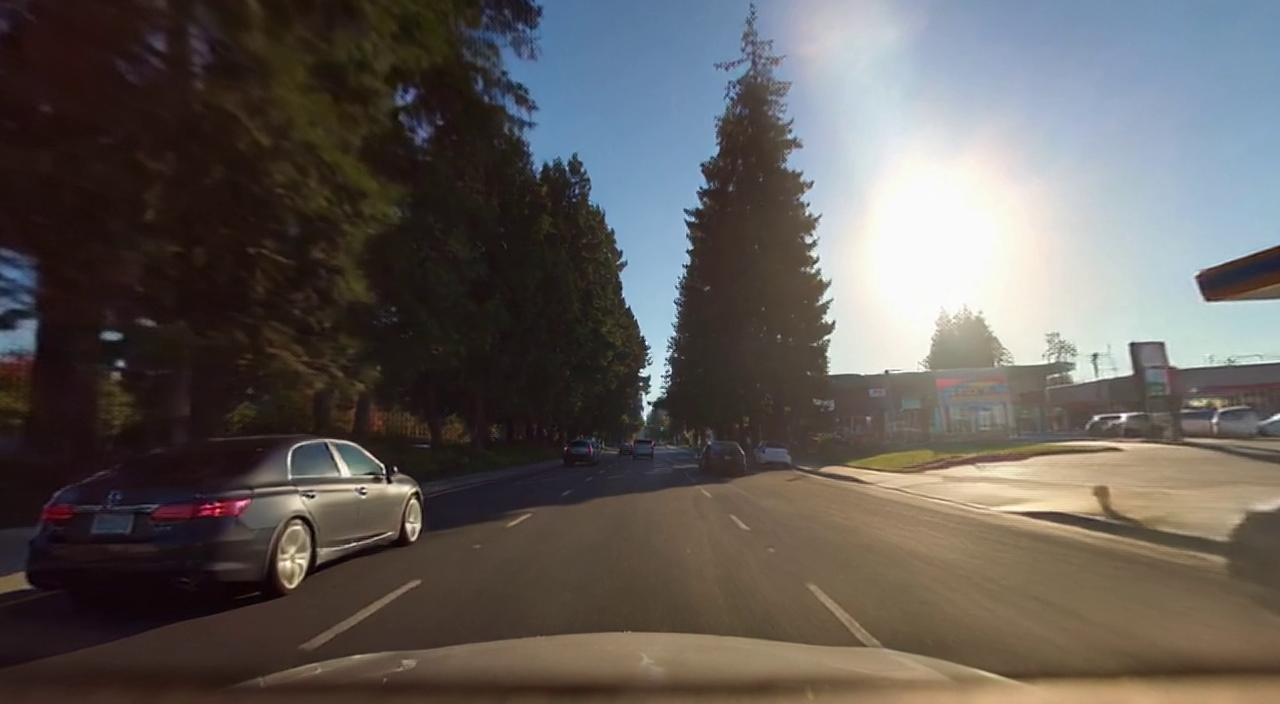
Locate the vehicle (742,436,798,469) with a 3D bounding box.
[{"bbox_3d":[6.620,5.167,32.547,1.983,1.599,4.243,0,-8,0],"label":"vehicle"}]

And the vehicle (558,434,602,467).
[{"bbox_3d":[-3.348,5.632,36.076,2.051,1.747,4.370,0,-8,1],"label":"vehicle"}]

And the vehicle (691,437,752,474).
[{"bbox_3d":[3.437,4.481,27.519,2.010,1.486,4.498,0,-8,-1],"label":"vehicle"}]

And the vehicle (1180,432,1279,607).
[{"bbox_3d":[6.177,1.180,3.864,1.856,1.421,4.357,0,-8,0],"label":"vehicle"}]

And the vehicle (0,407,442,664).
[{"bbox_3d":[-3.915,1.476,6.444,1.988,1.530,5.155,0,-8,2],"label":"vehicle"}]

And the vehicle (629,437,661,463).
[{"bbox_3d":[0.288,6.140,39.583,1.922,1.579,3.642,0,-8,0],"label":"vehicle"}]
